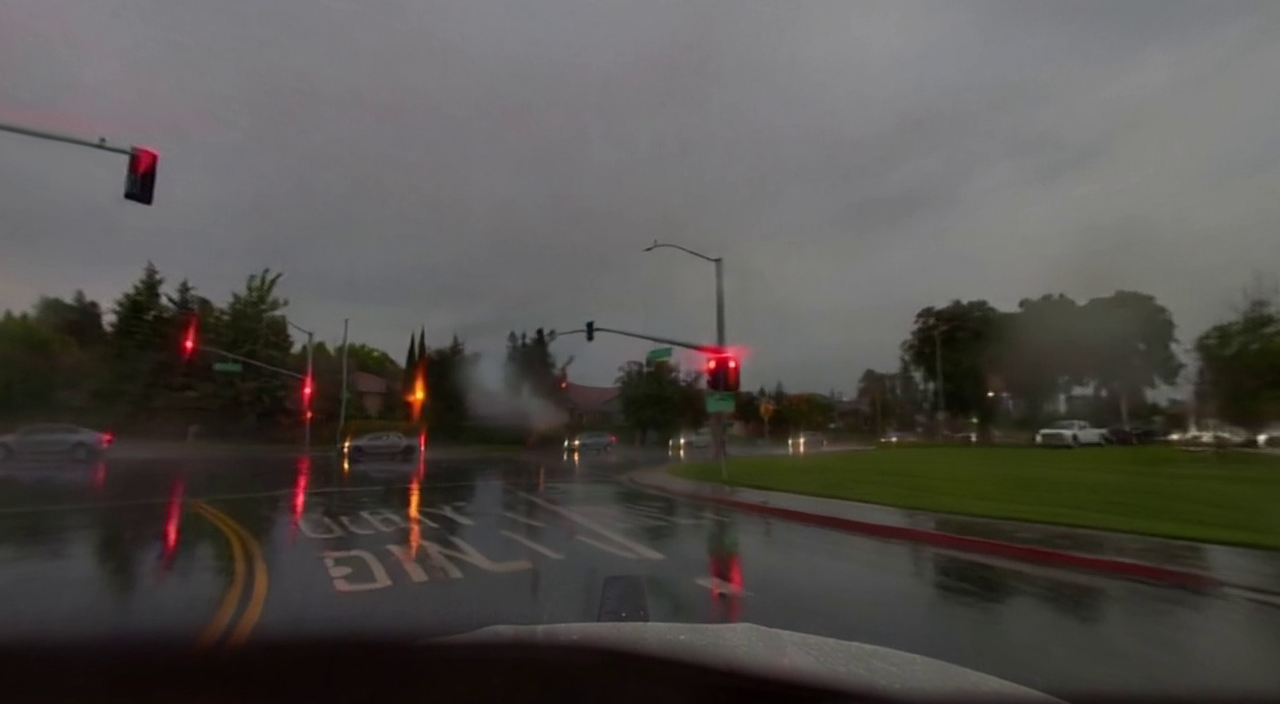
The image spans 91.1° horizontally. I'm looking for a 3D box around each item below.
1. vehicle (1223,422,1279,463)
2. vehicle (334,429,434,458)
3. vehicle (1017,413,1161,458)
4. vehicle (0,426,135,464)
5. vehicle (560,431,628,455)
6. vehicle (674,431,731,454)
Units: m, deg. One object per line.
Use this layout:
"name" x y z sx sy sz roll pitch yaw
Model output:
"vehicle" 31.568 4.612 32.052 2.402 1.920 5.467 -8 -12 42
"vehicle" -14.217 5.118 35.035 4.740 1.462 1.828 7 -11 -42
"vehicle" 24.175 4.569 34.004 5.939 2.249 2.437 -8 -11 41
"vehicle" -24.288 3.870 26.121 4.853 1.461 1.847 8 -12 -43
"vehicle" -3.239 6.481 44.719 4.649 1.585 1.965 8 -11 -42
"vehicle" 4.775 6.867 47.629 4.135 1.633 1.990 7 -11 -41
